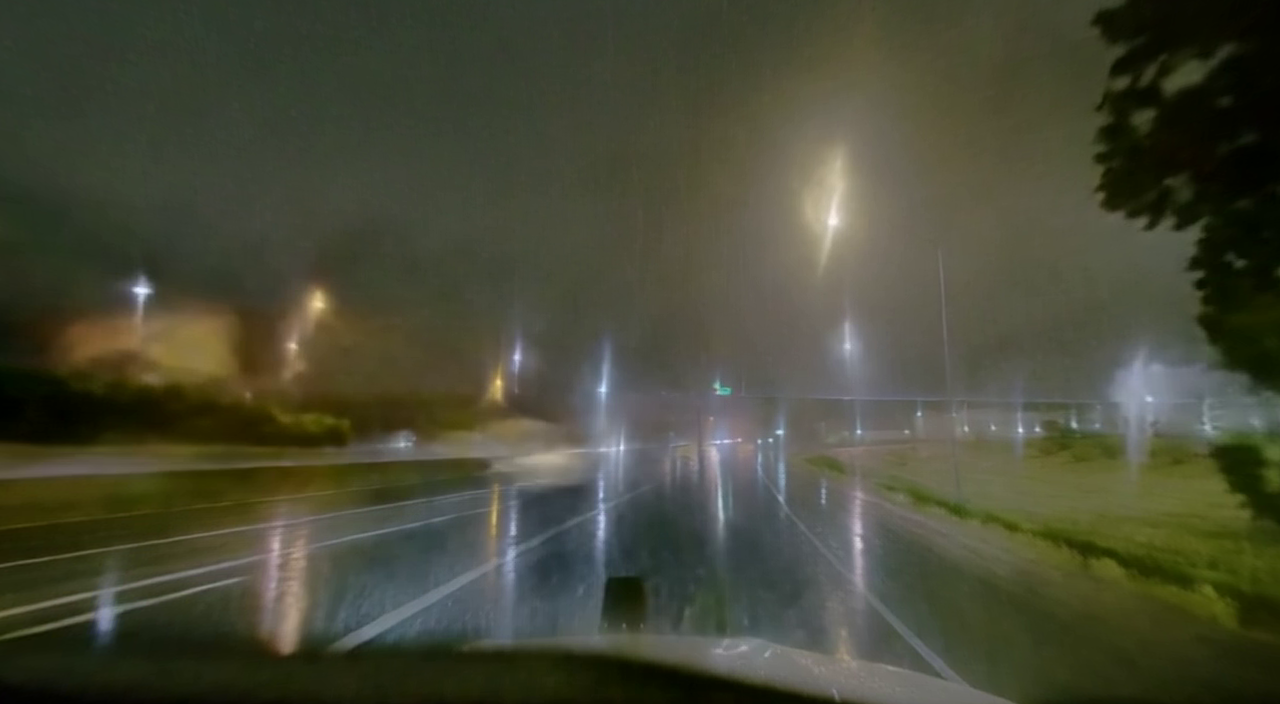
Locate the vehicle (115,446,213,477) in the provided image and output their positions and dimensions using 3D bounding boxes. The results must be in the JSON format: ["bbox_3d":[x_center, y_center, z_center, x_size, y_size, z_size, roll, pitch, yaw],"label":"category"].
[{"bbox_3d":[-22.654,5.202,30.160,1.648,1.394,3.439,-2,-9,11],"label":"vehicle"}]
